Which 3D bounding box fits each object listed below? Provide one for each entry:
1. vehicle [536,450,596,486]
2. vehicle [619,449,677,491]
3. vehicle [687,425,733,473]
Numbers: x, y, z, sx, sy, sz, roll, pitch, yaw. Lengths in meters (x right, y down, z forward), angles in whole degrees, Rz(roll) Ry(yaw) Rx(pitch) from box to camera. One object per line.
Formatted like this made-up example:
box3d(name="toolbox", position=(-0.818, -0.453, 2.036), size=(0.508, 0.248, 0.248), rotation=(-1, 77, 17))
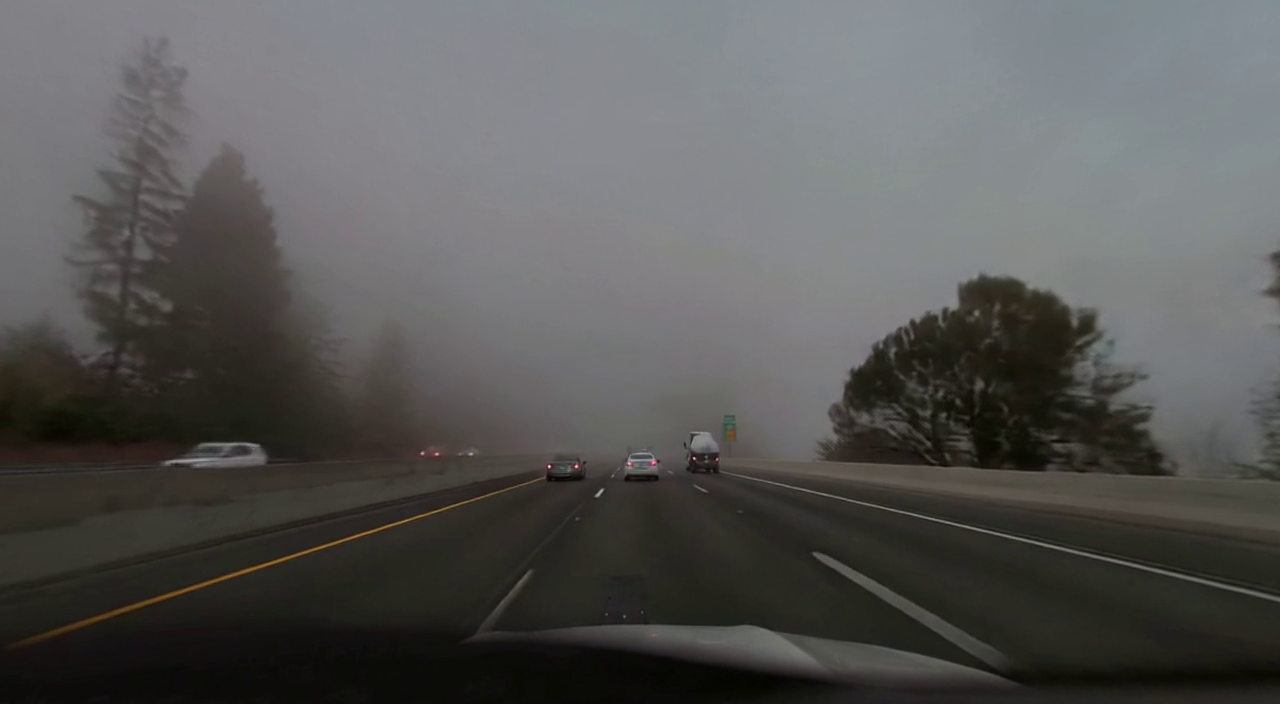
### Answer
box3d(name="vehicle", position=(-3.221, 5.115, 28.182), size=(2.105, 1.467, 4.099), rotation=(0, -9, 1))
box3d(name="vehicle", position=(0.265, 4.634, 25.077), size=(2.089, 1.516, 4.191), rotation=(0, -9, -1))
box3d(name="vehicle", position=(4.852, 6.616, 42.746), size=(2.650, 2.978, 6.937), rotation=(-2, -10, 9))
